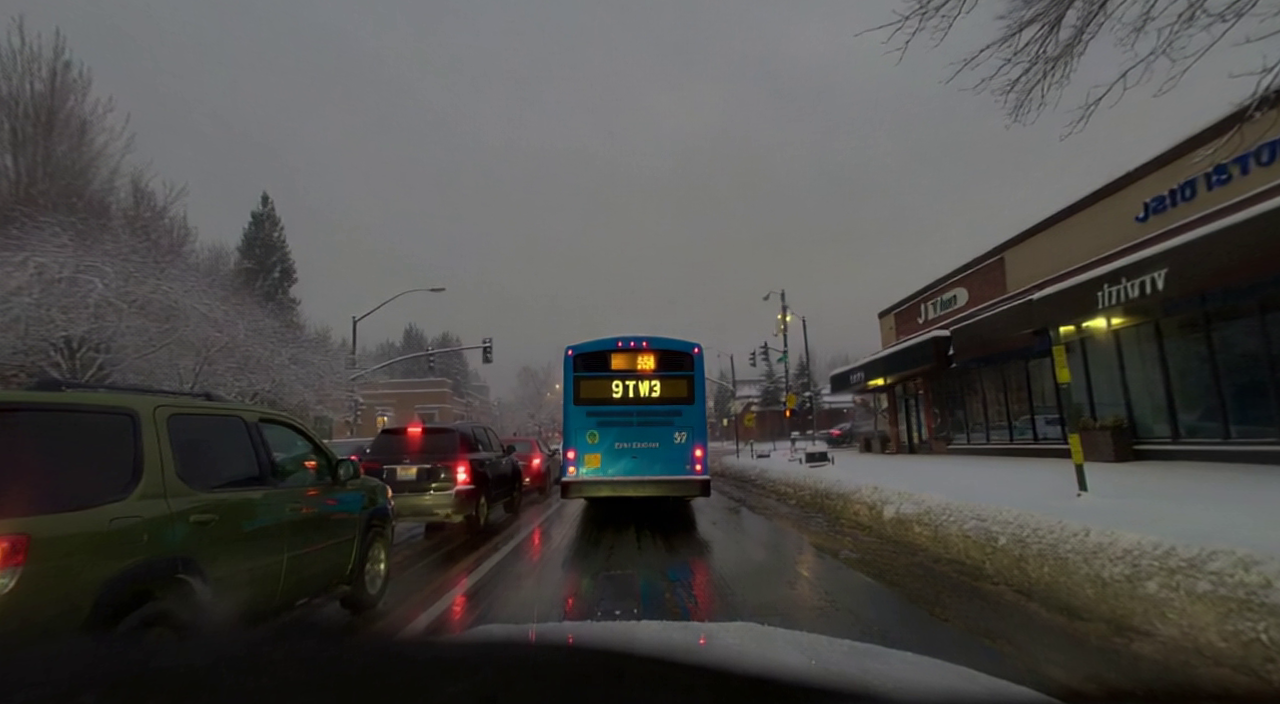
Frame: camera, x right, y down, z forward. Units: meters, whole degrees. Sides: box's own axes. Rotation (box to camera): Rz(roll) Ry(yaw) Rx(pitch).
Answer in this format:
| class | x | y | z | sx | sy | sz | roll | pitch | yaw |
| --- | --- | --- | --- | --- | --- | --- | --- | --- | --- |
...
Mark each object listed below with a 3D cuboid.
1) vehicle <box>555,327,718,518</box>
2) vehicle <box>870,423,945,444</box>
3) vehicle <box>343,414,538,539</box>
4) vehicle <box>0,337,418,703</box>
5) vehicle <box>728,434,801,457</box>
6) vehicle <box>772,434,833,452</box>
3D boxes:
| class | x | y | z | sx | sy | sz | roll | pitch | yaw |
| --- | --- | --- | --- | --- | --- | --- | --- | --- | --- |
| vehicle | -0.294 | 1.991 | 16.525 | 2.938 | 3.468 | 9.972 | 0 | -9 | -3 |
| vehicle | 19.958 | 6.106 | 47.202 | 4.827 | 1.555 | 1.863 | 1 | -9 | -6 |
| vehicle | -3.344 | 2.198 | 11.770 | 2.096 | 1.828 | 4.669 | 0 | -8 | 0 |
| vehicle | -3.214 | 1.091 | 3.978 | 2.020 | 1.725 | 4.384 | 0 | -8 | 0 |
| vehicle | 8.602 | 6.476 | 43.661 | 4.774 | 1.492 | 1.802 | -2 | -9 | 13 |
| vehicle | 11.954 | 6.733 | 46.669 | 3.949 | 1.337 | 1.738 | 1 | -9 | -4 |
